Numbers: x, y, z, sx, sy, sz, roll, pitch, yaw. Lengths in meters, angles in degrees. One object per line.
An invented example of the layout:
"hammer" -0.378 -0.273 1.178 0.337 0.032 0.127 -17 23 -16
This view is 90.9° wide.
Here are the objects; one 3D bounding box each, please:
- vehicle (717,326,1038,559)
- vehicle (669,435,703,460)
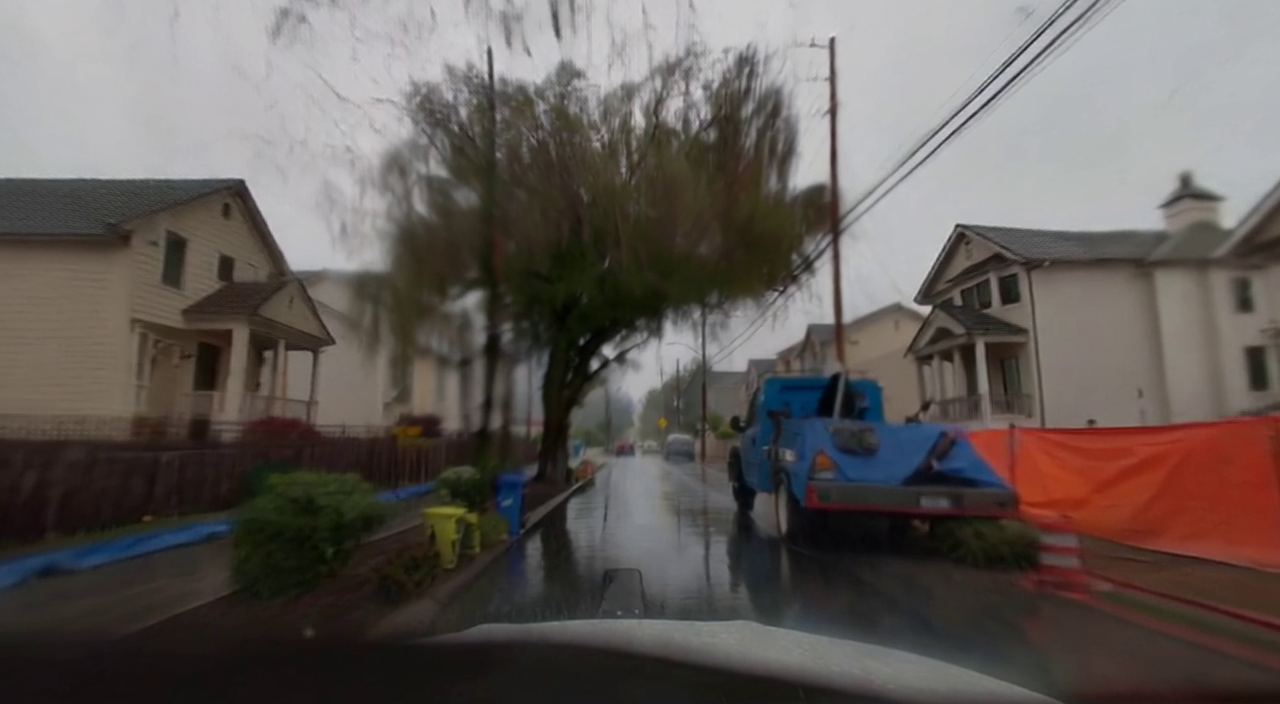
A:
"vehicle" 3.240 1.476 10.753 2.879 2.801 6.142 0 -8 -2
"vehicle" 3.361 7.102 47.124 2.066 1.739 4.234 0 -8 -2
